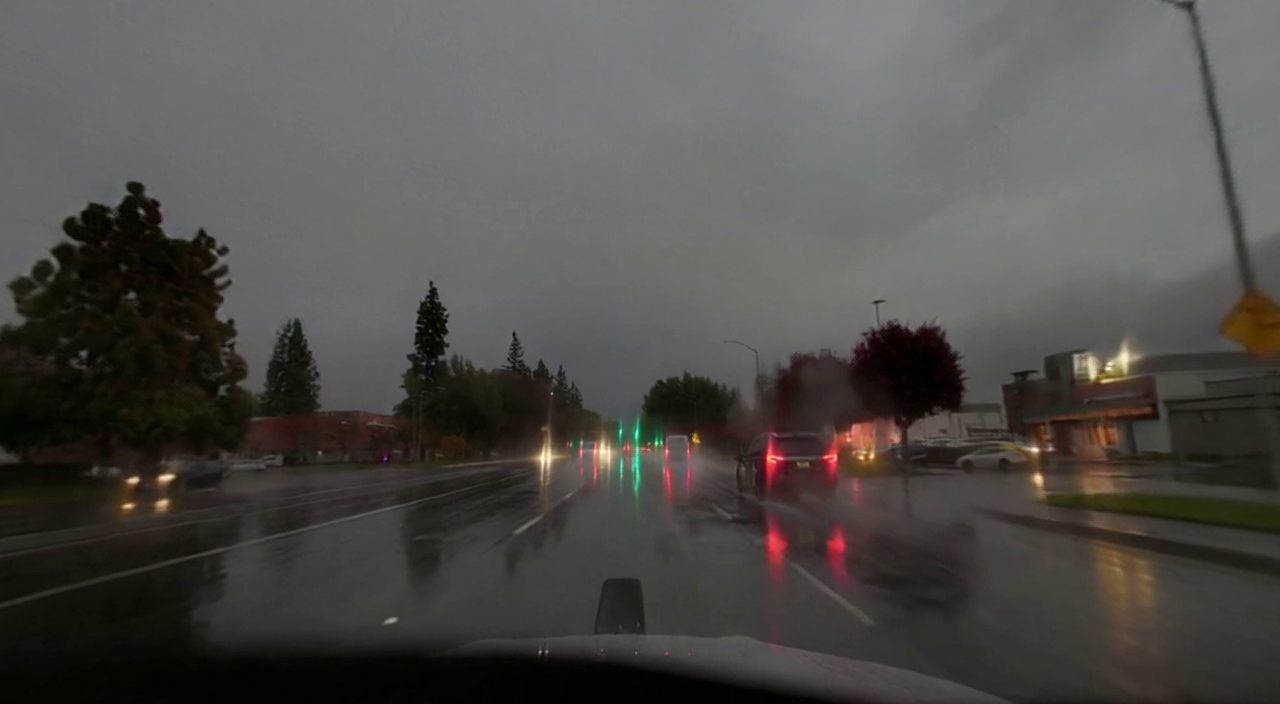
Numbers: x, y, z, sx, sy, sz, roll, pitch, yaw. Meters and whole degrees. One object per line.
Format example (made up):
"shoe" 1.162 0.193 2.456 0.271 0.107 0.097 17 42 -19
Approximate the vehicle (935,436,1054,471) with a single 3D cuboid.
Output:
"vehicle" 18.024 5.166 32.213 4.970 1.700 2.108 2 -9 -11

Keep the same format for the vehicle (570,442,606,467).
"vehicle" -3.925 7.825 48.535 2.220 1.793 4.885 0 -9 1

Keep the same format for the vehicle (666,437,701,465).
"vehicle" 3.324 7.689 49.110 2.197 2.034 4.667 1 -9 -2

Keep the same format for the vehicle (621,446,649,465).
"vehicle" -0.395 8.102 49.559 2.074 1.463 4.016 0 -9 -1

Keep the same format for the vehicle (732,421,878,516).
"vehicle" 3.520 2.595 14.475 2.060 1.816 4.343 0 -9 -2

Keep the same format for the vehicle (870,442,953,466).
"vehicle" 16.795 6.307 39.174 4.203 1.424 2.077 2 -9 -11

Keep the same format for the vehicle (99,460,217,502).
"vehicle" -20.569 5.493 27.204 1.823 1.561 3.987 0 -9 1
